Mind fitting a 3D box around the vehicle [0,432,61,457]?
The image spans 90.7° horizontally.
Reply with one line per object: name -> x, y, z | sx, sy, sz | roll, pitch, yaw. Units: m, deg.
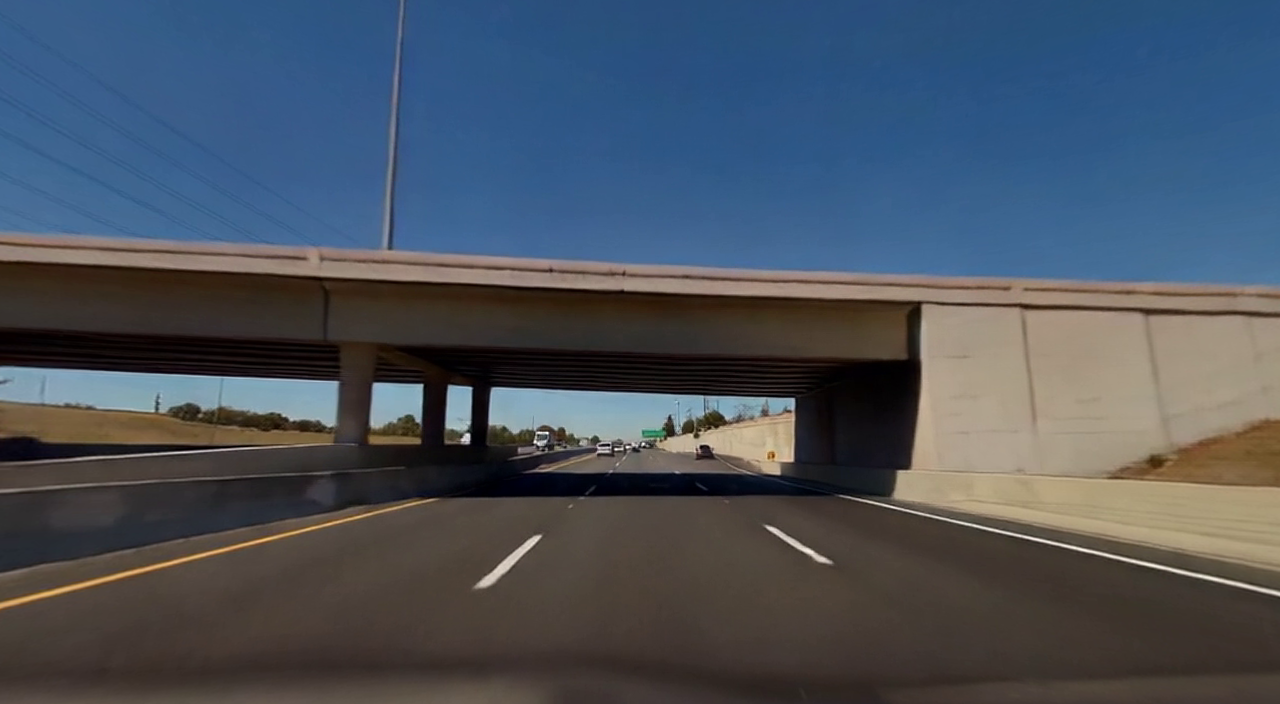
vehicle -> -39.489, 5.839, 39.840 | 1.820, 1.472, 4.489 | 0, -9, 0
